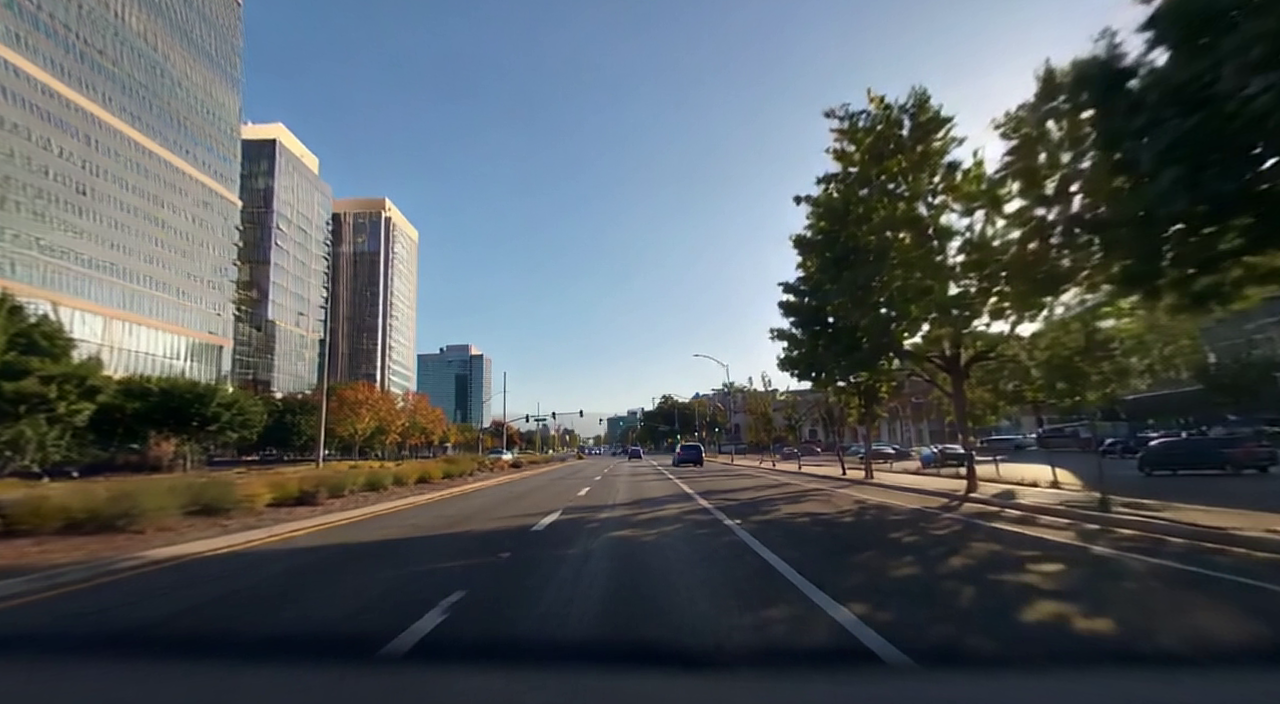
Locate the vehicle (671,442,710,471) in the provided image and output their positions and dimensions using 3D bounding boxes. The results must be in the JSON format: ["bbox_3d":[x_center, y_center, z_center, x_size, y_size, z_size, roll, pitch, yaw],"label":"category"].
[{"bbox_3d":[3.206,6.770,41.146,2.069,1.761,4.610,0,-9,-2],"label":"vehicle"}]

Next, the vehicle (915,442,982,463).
[{"bbox_3d":[22.821,7.462,46.847,3.845,1.471,2.043,0,-9,0],"label":"vehicle"}]

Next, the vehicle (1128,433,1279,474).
[{"bbox_3d":[21.909,3.928,24.392,4.217,1.470,2.173,-1,-9,1],"label":"vehicle"}]
